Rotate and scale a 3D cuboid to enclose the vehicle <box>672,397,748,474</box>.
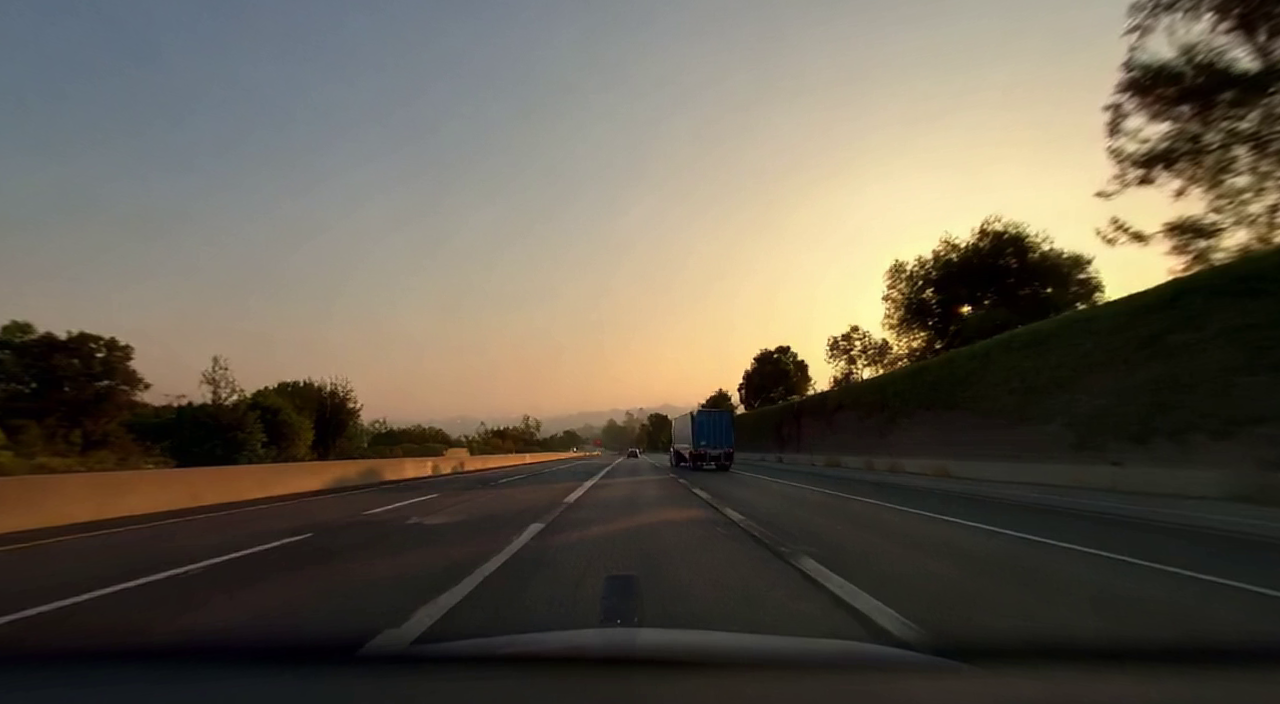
[{"bbox_3d":[3.927,5.368,39.187,2.922,3.905,14.151,0,-9,-1],"label":"vehicle"}]
